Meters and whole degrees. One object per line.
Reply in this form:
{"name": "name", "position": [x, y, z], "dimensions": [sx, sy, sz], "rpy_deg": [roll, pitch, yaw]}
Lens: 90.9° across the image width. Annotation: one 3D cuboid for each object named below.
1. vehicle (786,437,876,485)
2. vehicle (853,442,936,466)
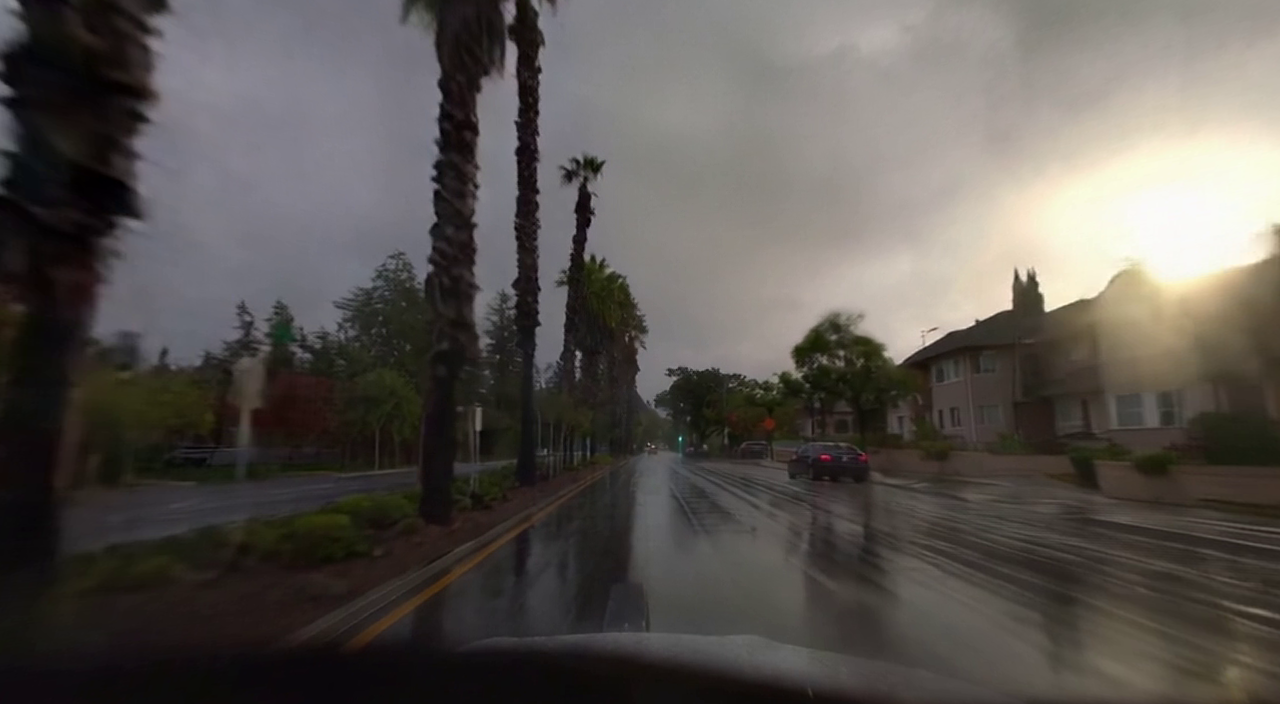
{"name": "vehicle", "position": [7.083, 4.082, 23.916], "dimensions": [2.126, 1.639, 4.539], "rpy_deg": [0, -9, 2]}
{"name": "vehicle", "position": [16.502, 6.623, 41.048], "dimensions": [4.595, 1.490, 1.860], "rpy_deg": [0, -8, 0]}
